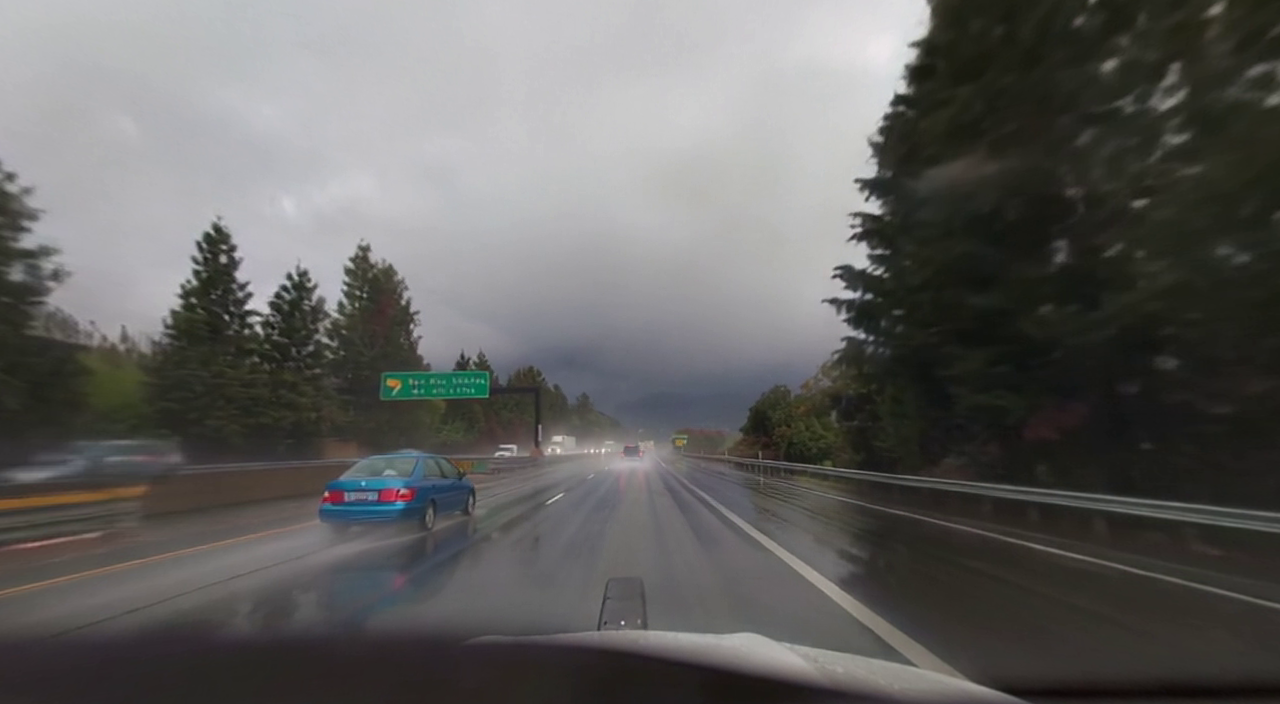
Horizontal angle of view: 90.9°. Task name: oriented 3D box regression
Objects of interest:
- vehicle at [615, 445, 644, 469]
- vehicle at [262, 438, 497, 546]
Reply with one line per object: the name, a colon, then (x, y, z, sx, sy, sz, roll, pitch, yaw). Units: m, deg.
vehicle: (-0.706, 7.441, 44.904, 2.011, 1.590, 3.607, 0, -9, 0)
vehicle: (-4.141, 2.289, 11.073, 2.157, 1.483, 4.601, 0, -9, 0)
